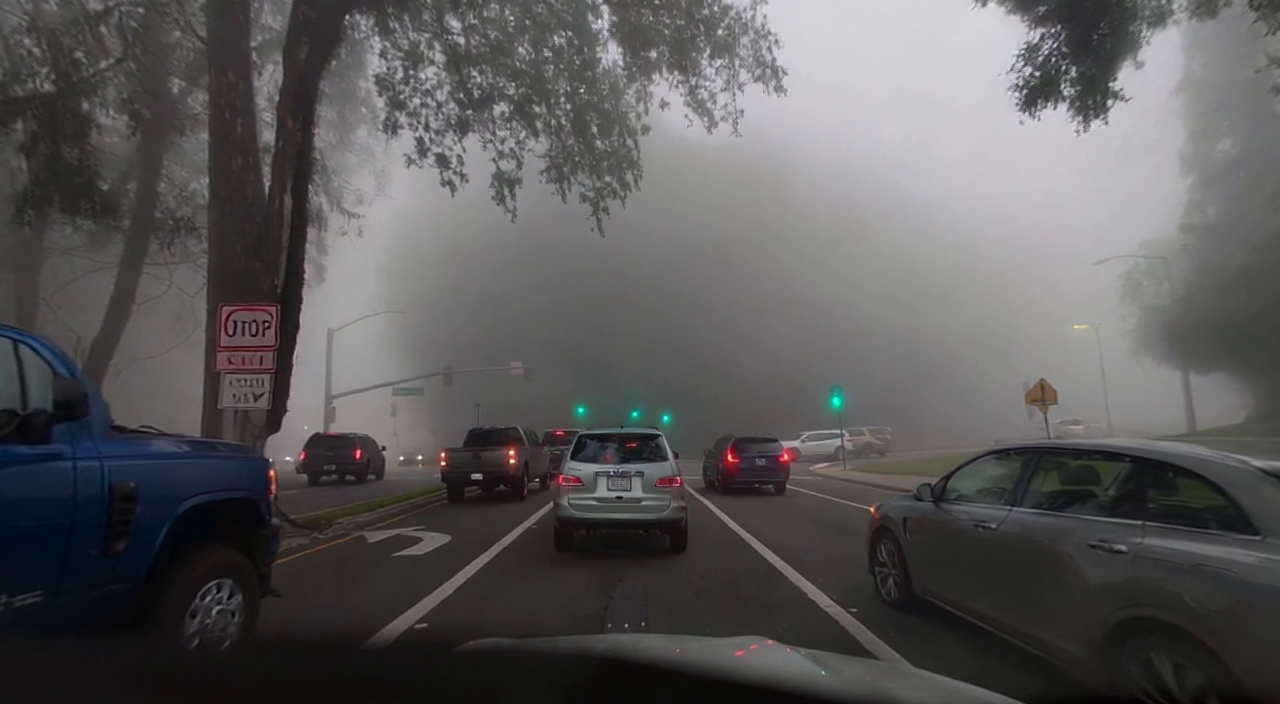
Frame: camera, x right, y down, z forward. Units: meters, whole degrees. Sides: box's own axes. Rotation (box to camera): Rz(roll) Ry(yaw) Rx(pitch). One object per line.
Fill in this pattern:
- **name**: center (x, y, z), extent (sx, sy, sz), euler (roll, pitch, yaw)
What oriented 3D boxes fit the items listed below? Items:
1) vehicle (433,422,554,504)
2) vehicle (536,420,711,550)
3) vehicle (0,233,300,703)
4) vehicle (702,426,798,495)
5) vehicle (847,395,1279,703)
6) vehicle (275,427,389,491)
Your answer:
- **vehicle**: center (-3.677, 2.882, 16.800), extent (2.089, 1.857, 4.488), euler (0, -8, 1)
- **vehicle**: center (-0.216, 1.942, 9.821), extent (2.194, 1.607, 3.690), euler (0, -8, 0)
- **vehicle**: center (-3.464, 0.461, 0.985), extent (2.656, 2.021, 5.800), euler (0, -8, -1)
- **vehicle**: center (3.198, 3.269, 19.353), extent (2.102, 1.841, 4.587), euler (0, -8, 0)
- **vehicle**: center (3.005, 1.150, 3.855), extent (1.874, 1.477, 4.698), euler (0, -8, 0)
- **vehicle**: center (-9.320, 3.249, 19.582), extent (2.385, 1.687, 5.025), euler (2, -9, -17)
